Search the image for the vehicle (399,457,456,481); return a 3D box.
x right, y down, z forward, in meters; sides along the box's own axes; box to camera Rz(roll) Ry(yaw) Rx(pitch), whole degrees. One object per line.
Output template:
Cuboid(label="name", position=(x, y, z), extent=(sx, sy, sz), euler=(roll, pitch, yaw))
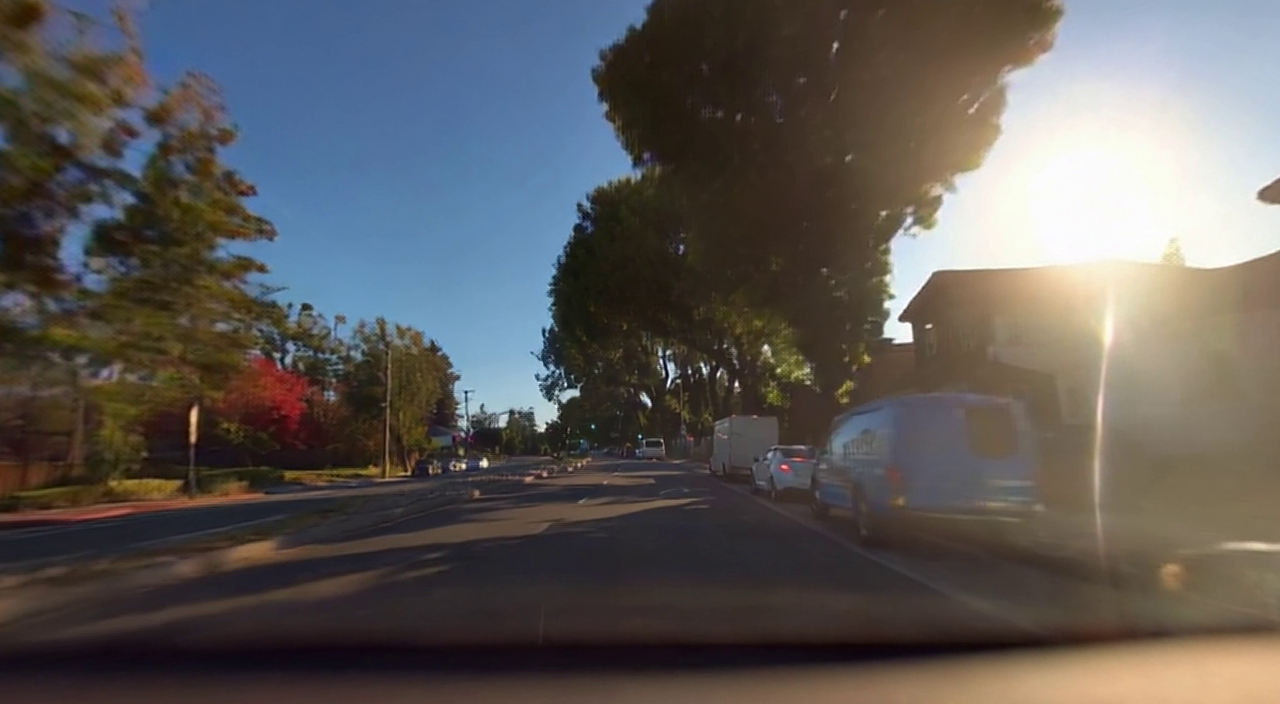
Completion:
Cuboid(label="vehicle", position=(-14.555, 7.991, 43.258), extent=(1.990, 1.487, 4.767), euler=(-1, -9, 4))

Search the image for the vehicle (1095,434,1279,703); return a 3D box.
Cuboid(label="vehicle", position=(4.146, 0.969, 2.085), extent=(1.804, 1.432, 4.594), euler=(0, -9, 0))

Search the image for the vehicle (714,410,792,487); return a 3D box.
Cuboid(label="vehicle", position=(4.643, 4.117, 26.831), extent=(2.229, 2.912, 5.697), euler=(0, -9, 0))

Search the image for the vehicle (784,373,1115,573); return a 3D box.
Cuboid(label="vehicle", position=(4.042, 1.771, 9.852), extent=(2.293, 2.171, 5.871), euler=(0, -9, 1))
